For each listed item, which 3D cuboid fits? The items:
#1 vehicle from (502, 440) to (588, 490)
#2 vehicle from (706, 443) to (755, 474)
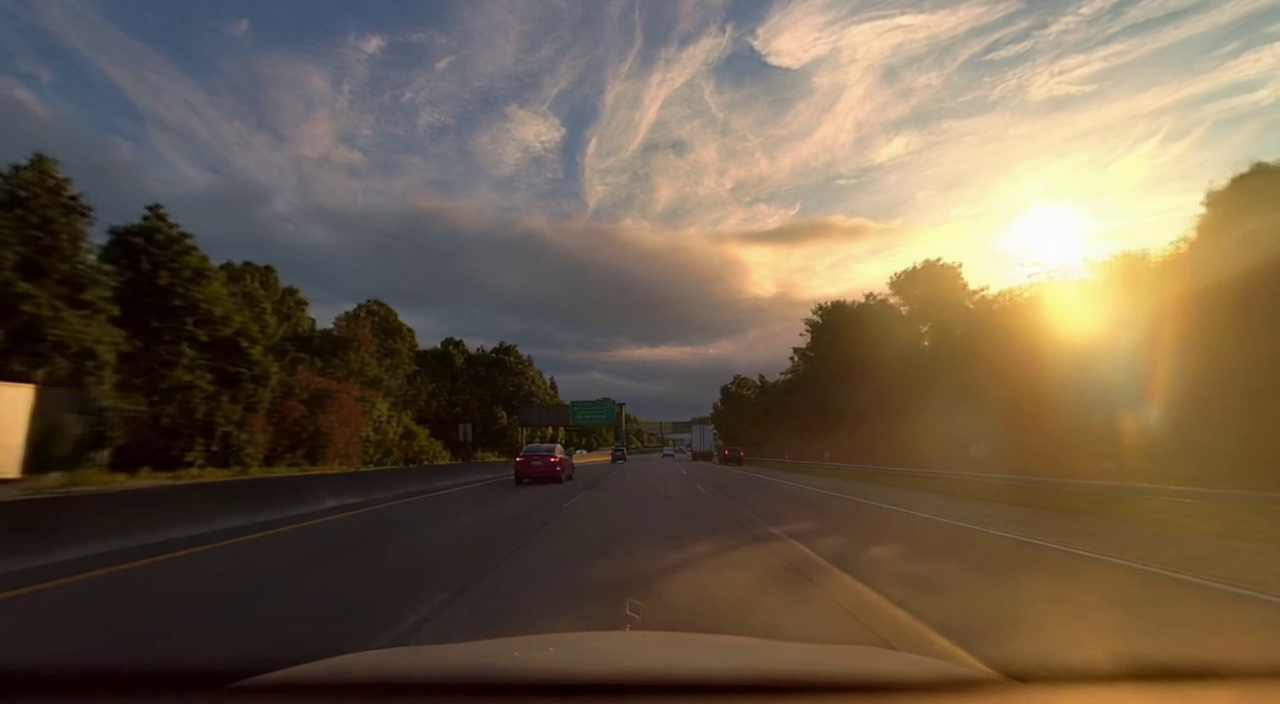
[{"bbox_3d":[-3.180,3.918,22.177,2.085,1.530,4.809,0,-9,2],"label":"vehicle"},{"bbox_3d":[4.964,5.915,35.091,2.176,1.598,3.878,0,-9,1],"label":"vehicle"}]
